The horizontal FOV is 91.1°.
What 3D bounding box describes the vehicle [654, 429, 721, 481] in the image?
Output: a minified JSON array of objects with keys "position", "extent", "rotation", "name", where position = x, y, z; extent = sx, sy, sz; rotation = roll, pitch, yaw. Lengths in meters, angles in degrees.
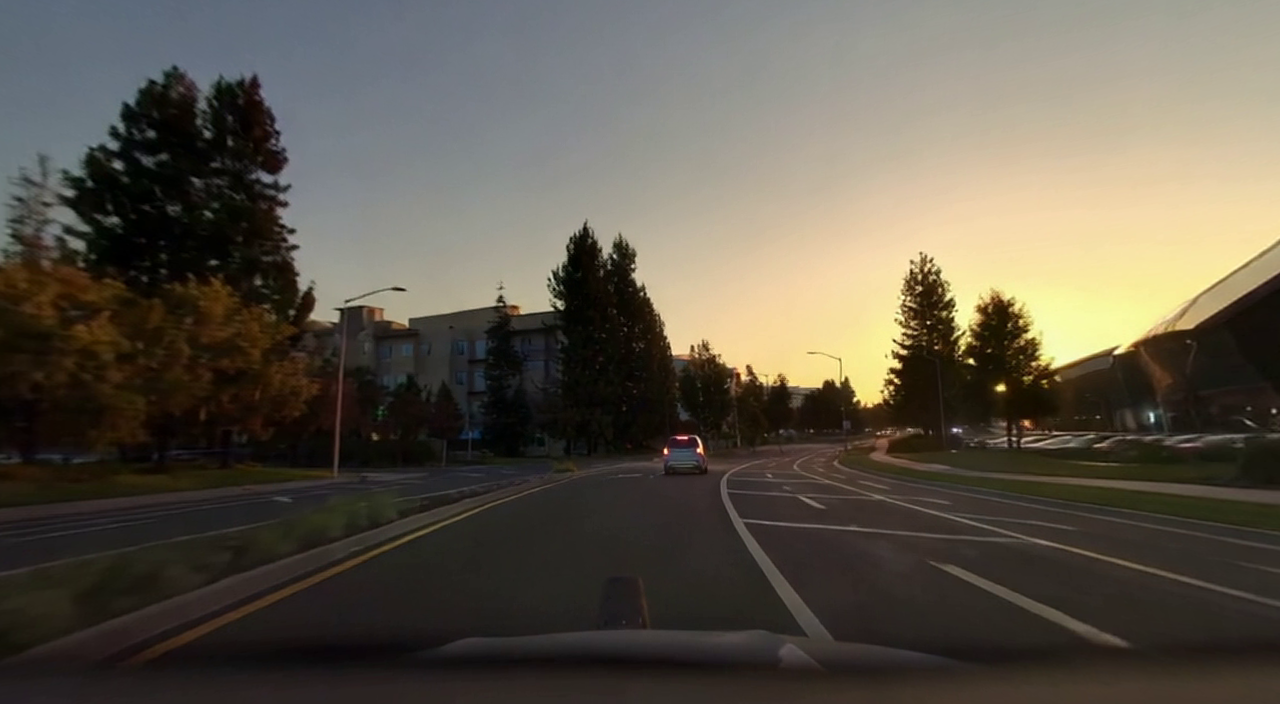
[{"position":[2.138,4.291,26.409],"extent":[2.371,1.926,5.615],"rotation":[-2,-9,9],"name":"vehicle"}]
